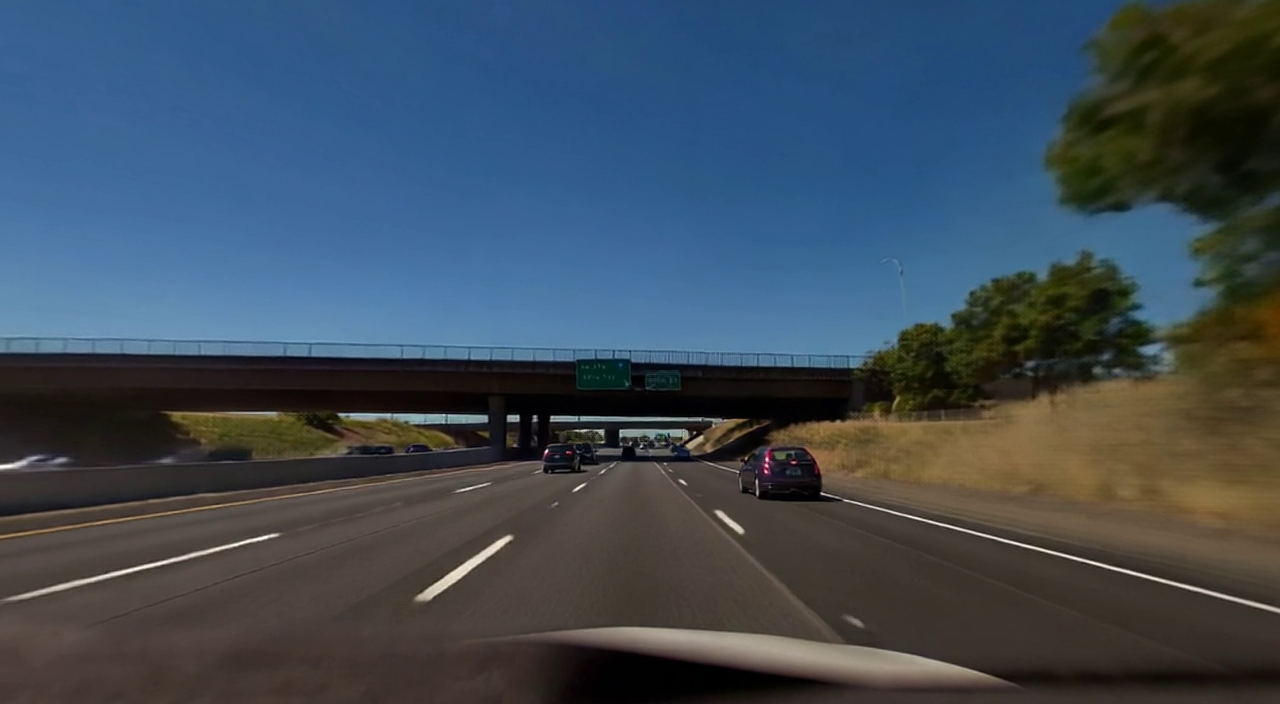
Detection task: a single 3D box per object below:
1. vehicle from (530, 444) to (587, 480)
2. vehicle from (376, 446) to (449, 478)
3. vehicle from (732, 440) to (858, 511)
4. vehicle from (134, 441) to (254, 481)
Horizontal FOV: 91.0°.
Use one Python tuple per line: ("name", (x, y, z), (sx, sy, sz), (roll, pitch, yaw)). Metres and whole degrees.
("vehicle", (-3.752, 5.158, 29.886), (2.072, 1.545, 4.687), (0, -9, 0))
("vehicle", (-11.505, 5.578, 32.235), (1.919, 1.497, 4.765), (0, -9, 0))
("vehicle", (3.721, 3.046, 16.011), (2.079, 1.535, 4.316), (0, -9, 0))
("vehicle", (-20.067, 4.932, 28.661), (2.019, 1.648, 4.702), (0, -9, 0))
